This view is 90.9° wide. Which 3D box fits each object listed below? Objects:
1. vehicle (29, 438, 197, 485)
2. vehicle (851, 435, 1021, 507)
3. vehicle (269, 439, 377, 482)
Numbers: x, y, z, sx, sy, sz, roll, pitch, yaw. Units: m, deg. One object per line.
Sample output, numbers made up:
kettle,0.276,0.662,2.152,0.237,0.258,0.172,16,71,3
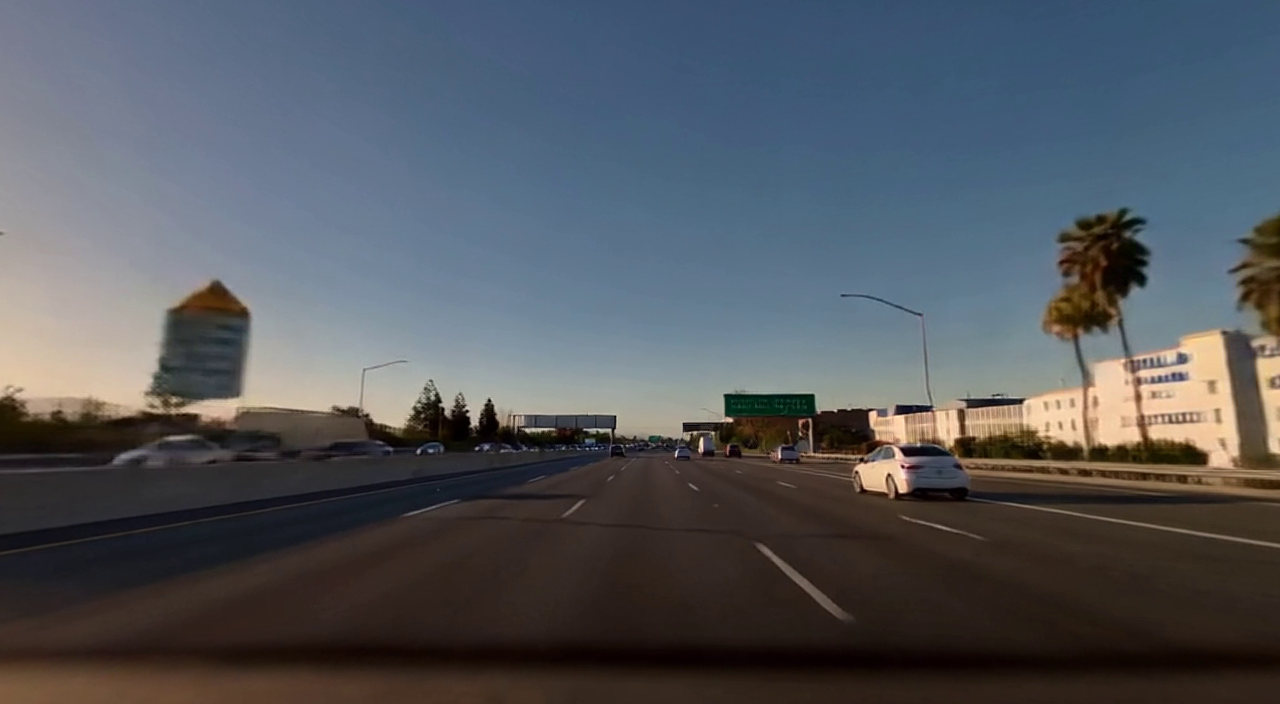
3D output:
vehicle,-18.771,3.908,22.844,1.872,1.484,4.776,0,-8,1
vehicle,7.264,2.954,16.145,2.071,1.543,4.702,0,-8,0
vehicle,-11.915,4.086,24.051,1.827,1.457,4.173,0,-8,1
